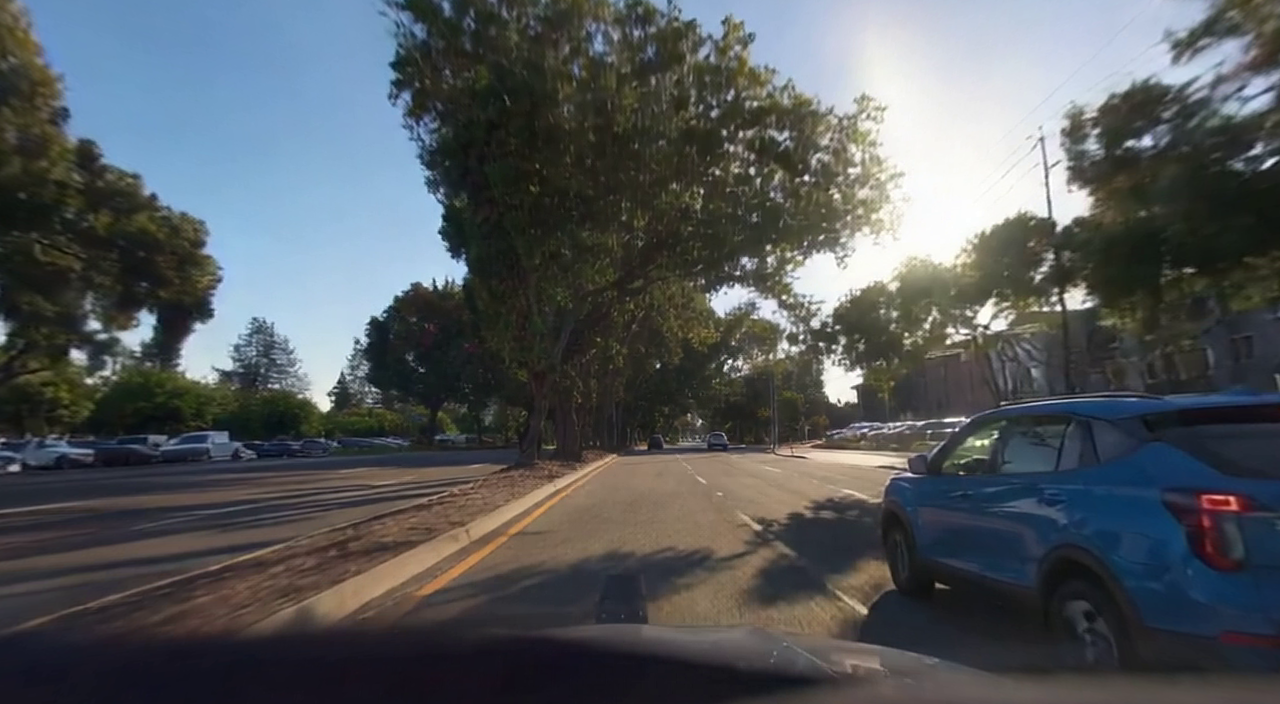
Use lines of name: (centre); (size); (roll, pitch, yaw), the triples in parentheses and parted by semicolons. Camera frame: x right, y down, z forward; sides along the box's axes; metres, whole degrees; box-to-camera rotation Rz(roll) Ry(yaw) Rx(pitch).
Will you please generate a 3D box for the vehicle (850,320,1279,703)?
vehicle: (3.130, 1.029, 4.055); (2.060, 1.665, 4.284); (0, -8, 0)
